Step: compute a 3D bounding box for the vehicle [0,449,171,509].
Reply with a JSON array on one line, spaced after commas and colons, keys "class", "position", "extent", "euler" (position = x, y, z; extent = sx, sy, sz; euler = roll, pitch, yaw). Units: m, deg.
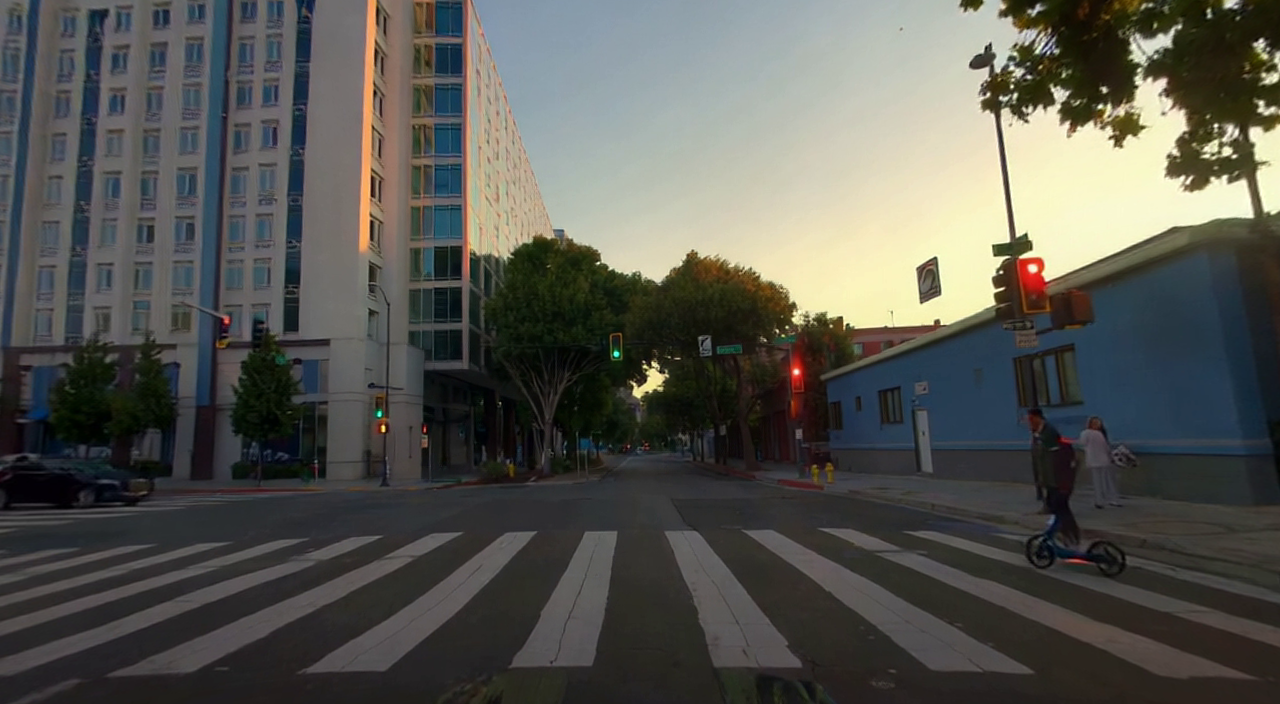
[{"class": "vehicle", "position": [-17.194, 3.738, 18.845], "extent": [4.641, 1.616, 2.051], "euler": [0, -8, -2]}]
